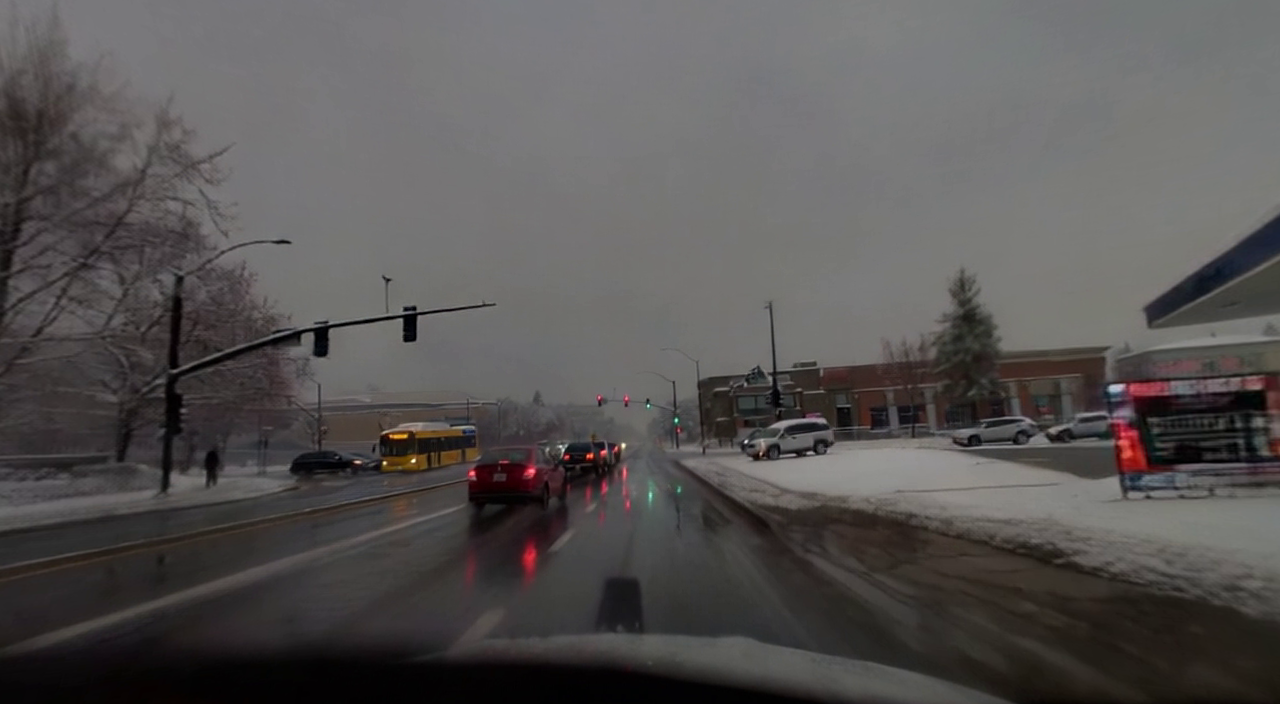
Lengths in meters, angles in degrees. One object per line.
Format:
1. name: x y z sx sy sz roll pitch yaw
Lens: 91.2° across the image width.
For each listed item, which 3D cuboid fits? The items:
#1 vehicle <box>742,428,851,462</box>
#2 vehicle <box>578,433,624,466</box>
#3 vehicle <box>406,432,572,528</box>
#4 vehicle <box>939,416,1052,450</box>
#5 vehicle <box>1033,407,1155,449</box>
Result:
1. vehicle: 7.808 4.704 31.692 4.894 1.451 2.089 -3 -8 1
2. vehicle: -2.143 5.589 35.850 2.365 1.751 3.904 0 -9 0
3. vehicle: -2.613 2.343 12.003 2.092 1.507 4.078 0 -9 1
4. vehicle: 16.729 3.862 29.640 4.064 1.507 2.078 0 -9 1
5. vehicle: 21.270 3.595 29.473 4.172 1.687 1.773 -4 -8 0
